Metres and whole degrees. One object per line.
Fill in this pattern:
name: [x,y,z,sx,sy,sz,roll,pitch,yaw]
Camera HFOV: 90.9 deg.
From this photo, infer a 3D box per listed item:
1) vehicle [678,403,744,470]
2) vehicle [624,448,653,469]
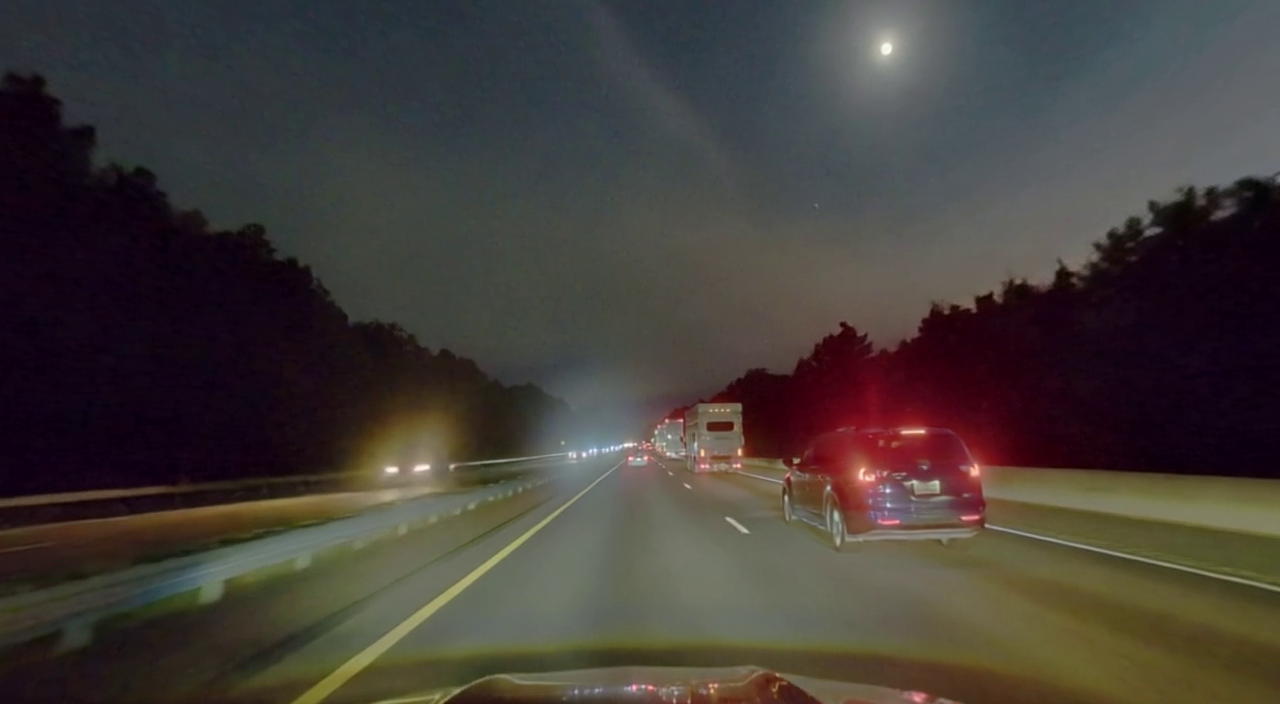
vehicle: [4.808,6.279,45.938,2.939,4.129,14.300,0,-9,-1]
vehicle: [-0.145,7.381,43.785,1.926,1.386,3.615,0,-9,0]
